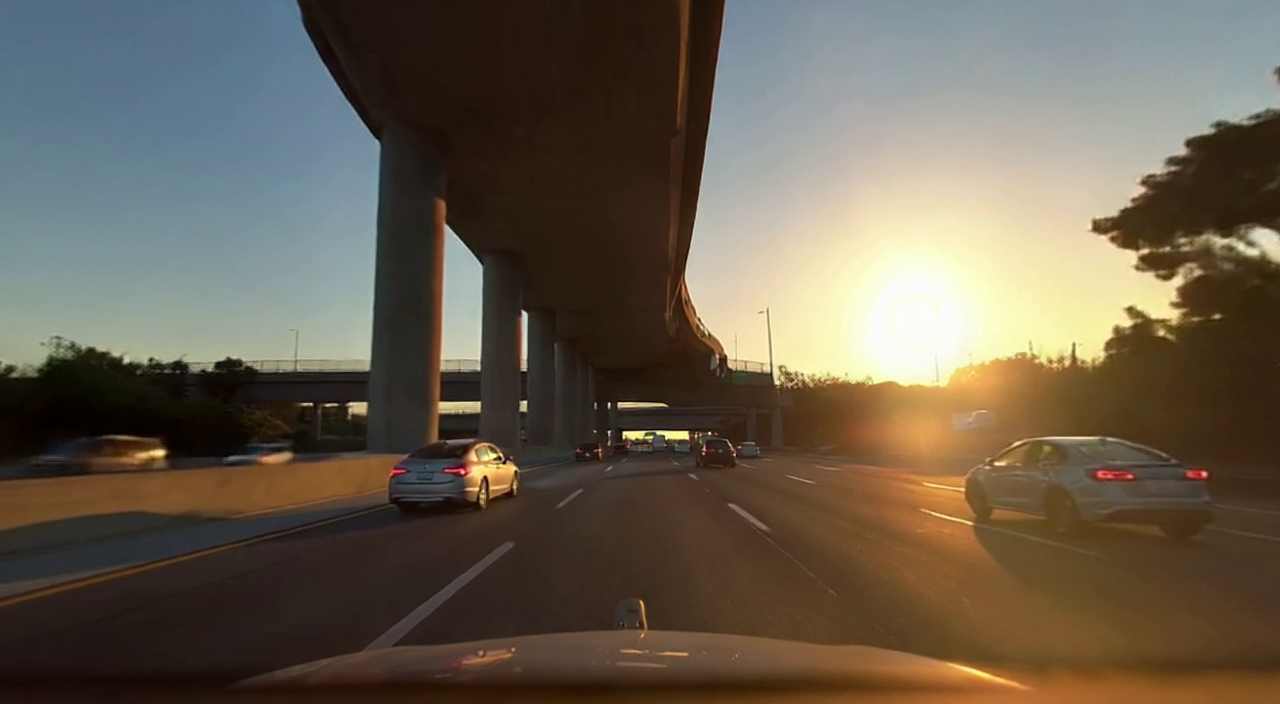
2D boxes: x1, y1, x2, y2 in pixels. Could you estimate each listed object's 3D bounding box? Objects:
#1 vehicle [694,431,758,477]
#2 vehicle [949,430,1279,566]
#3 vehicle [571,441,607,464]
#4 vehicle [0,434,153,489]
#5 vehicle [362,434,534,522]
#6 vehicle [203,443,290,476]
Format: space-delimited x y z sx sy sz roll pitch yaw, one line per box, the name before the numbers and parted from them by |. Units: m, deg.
vehicle | 3.538 4.307 26.855 2.072 1.761 4.242 0 -8 -1
vehicle | 6.542 1.929 9.128 1.989 1.472 4.322 0 -8 1
vehicle | -3.505 6.974 43.911 2.047 1.464 4.387 0 -8 1
vehicle | -23.819 4.444 26.152 2.403 1.981 6.428 0 -8 -3
vehicle | -3.651 2.489 13.102 1.997 1.476 4.703 0 -8 1
vehicle | -20.043 5.481 32.406 1.857 1.535 4.382 0 -9 -4
